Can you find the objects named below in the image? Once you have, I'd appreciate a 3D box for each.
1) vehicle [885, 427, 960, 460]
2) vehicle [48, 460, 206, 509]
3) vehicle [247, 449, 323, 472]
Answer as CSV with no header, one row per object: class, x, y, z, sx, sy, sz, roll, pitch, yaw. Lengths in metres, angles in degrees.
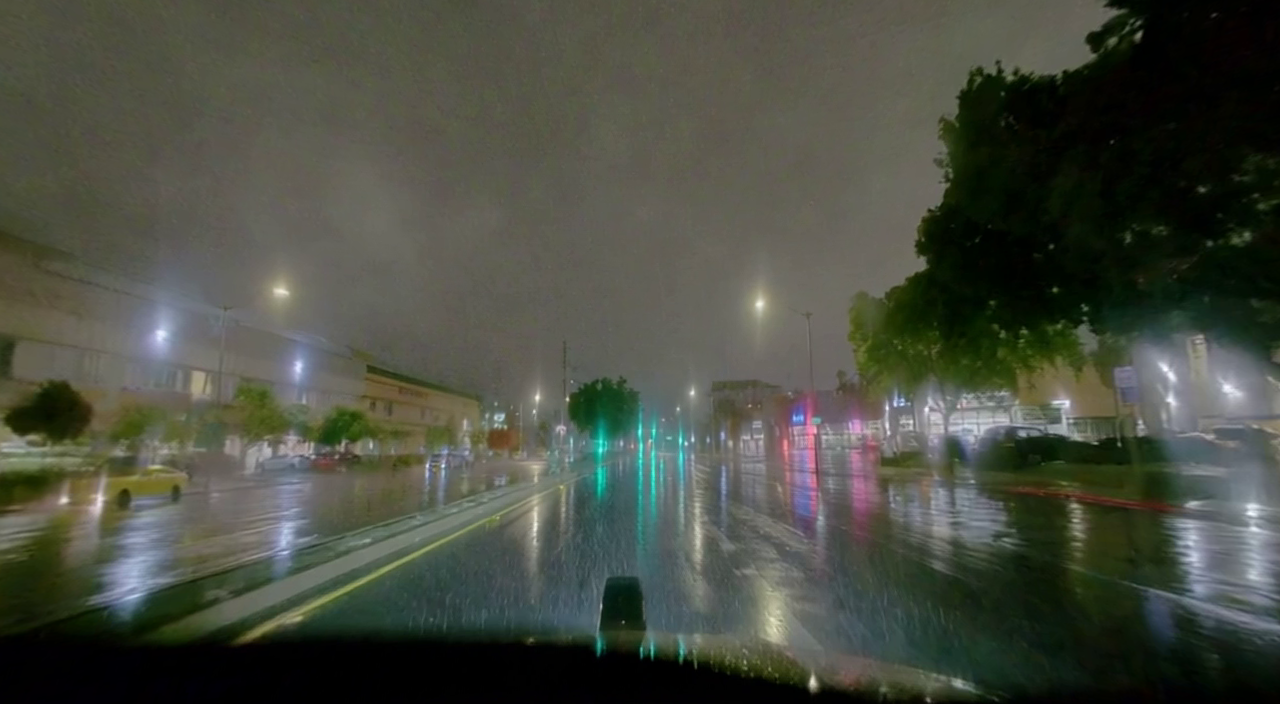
vehicle,16.784,5.516,37.653,2.151,1.814,5.129,0,-8,1
vehicle,-19.679,5.062,24.467,2.068,1.479,4.889,-1,-8,0
vehicle,-27.459,8.406,48.695,4.573,1.633,2.016,1,-8,-5
